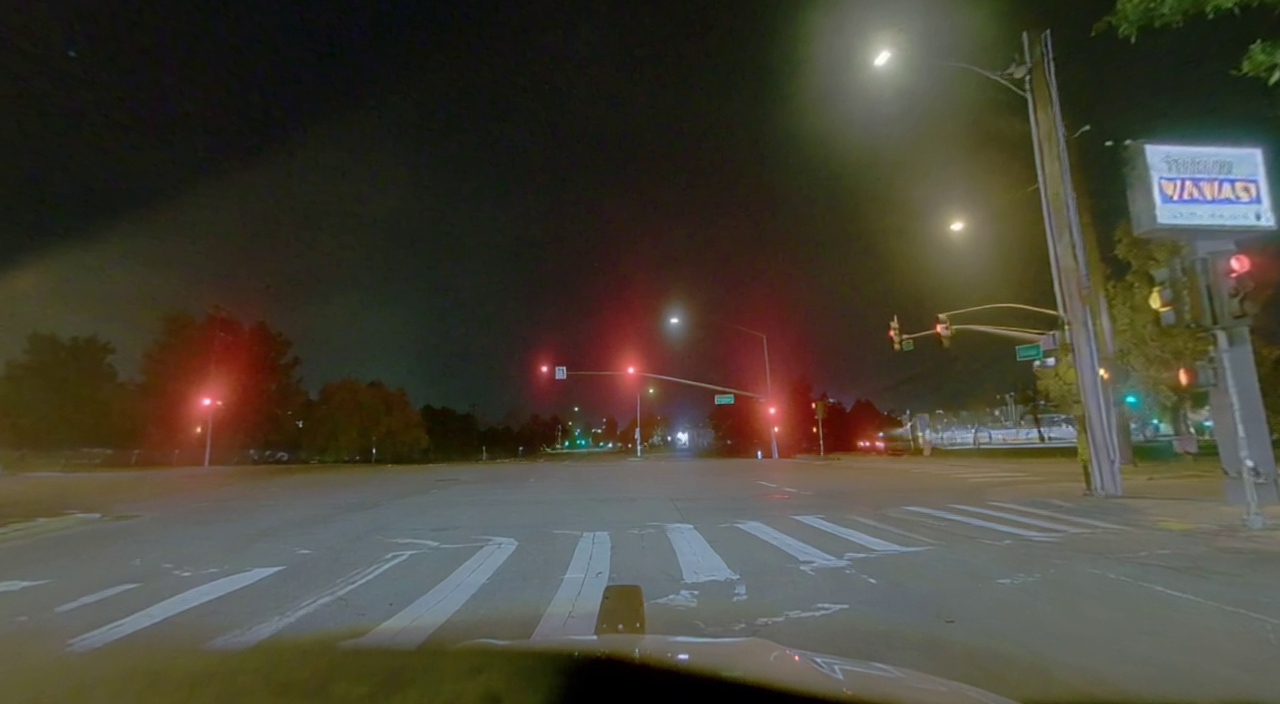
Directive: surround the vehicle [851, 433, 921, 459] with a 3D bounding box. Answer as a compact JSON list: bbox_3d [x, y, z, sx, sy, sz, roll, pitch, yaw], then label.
[{"bbox_3d":[17.630,6.743,45.243,4.600,1.783,1.970,4,-10,-26],"label":"vehicle"}]
